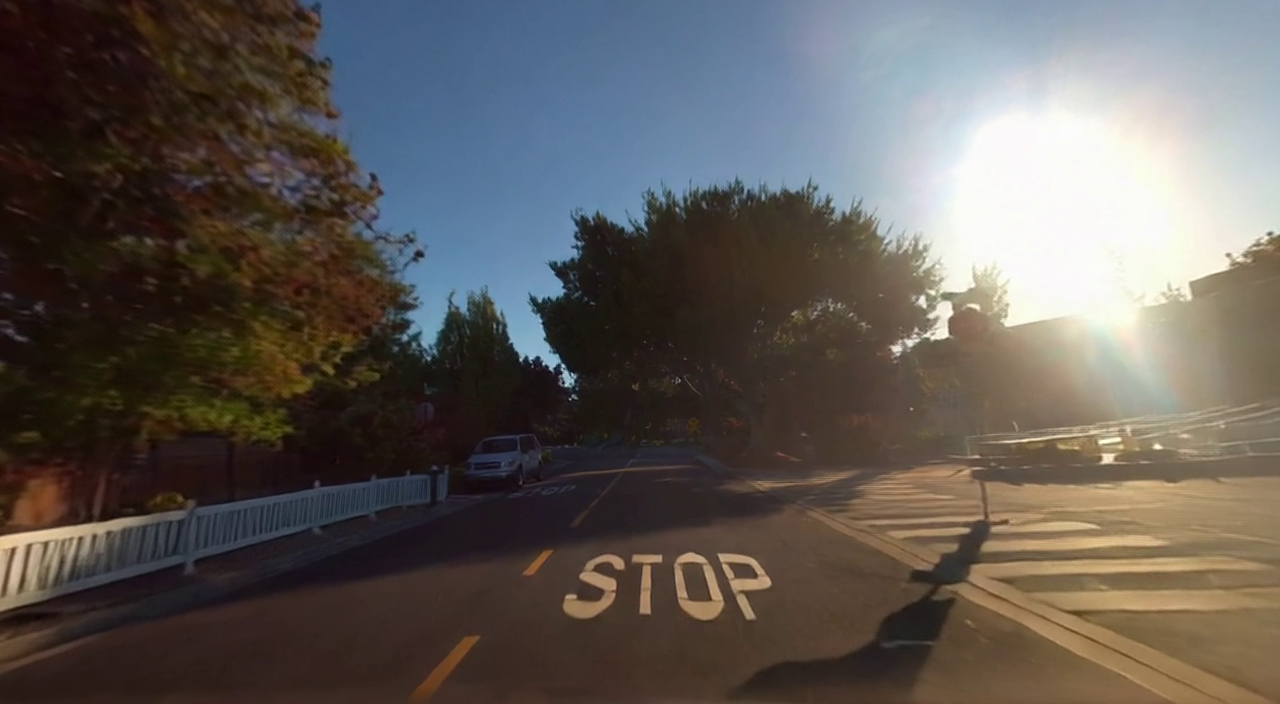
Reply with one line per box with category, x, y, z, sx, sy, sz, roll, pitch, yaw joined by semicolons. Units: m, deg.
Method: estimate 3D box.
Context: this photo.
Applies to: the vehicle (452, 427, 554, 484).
vehicle;-5.113;3.944;24.664;2.308;1.899;6.107;-1;-7;3
